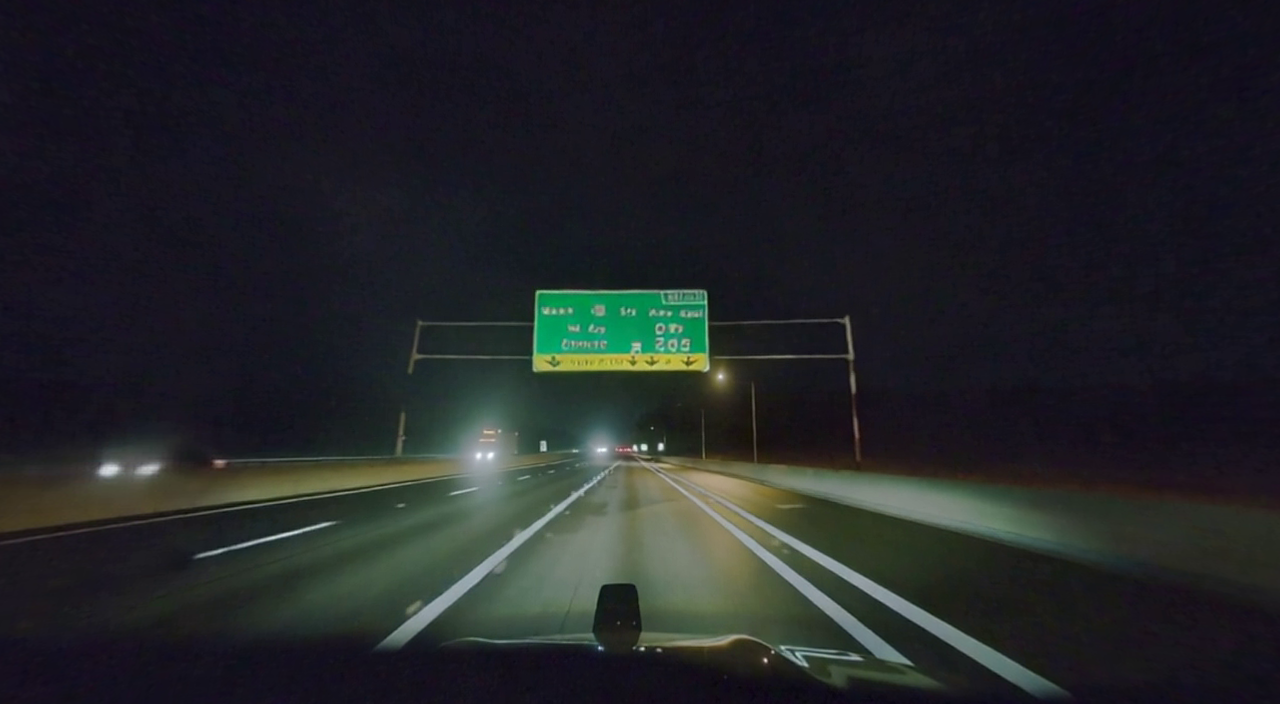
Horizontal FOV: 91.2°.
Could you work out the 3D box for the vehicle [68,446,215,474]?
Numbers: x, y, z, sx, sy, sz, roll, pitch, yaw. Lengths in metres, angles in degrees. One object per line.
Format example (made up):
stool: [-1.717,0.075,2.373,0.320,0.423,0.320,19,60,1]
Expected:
vehicle: [-20.335,4.428,25.935,1.981,1.049,5.133,0,-9,-1]
